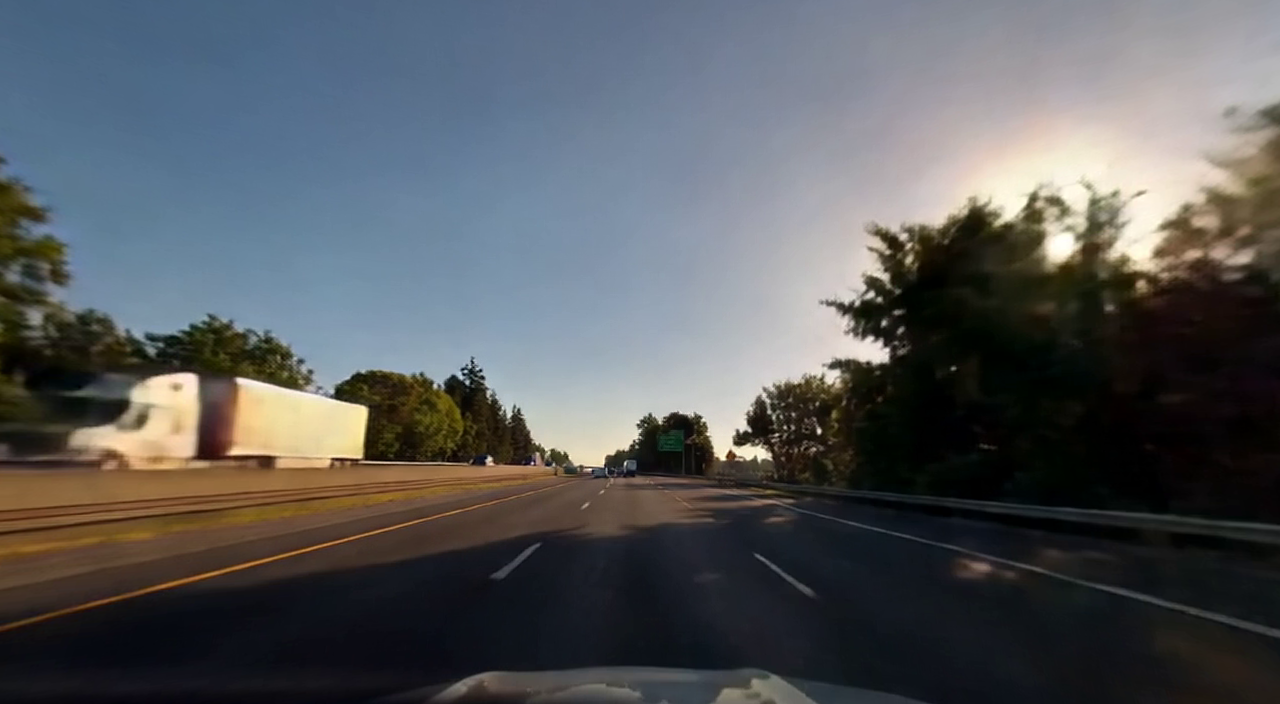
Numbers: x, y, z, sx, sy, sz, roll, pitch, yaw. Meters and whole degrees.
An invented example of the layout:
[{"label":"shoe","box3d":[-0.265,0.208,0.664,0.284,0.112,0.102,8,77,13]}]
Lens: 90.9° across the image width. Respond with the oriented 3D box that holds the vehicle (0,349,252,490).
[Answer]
[{"label":"vehicle","box3d":[-16.040,2.360,20.351,2.975,3.883,5.859,1,-10,1]}]
